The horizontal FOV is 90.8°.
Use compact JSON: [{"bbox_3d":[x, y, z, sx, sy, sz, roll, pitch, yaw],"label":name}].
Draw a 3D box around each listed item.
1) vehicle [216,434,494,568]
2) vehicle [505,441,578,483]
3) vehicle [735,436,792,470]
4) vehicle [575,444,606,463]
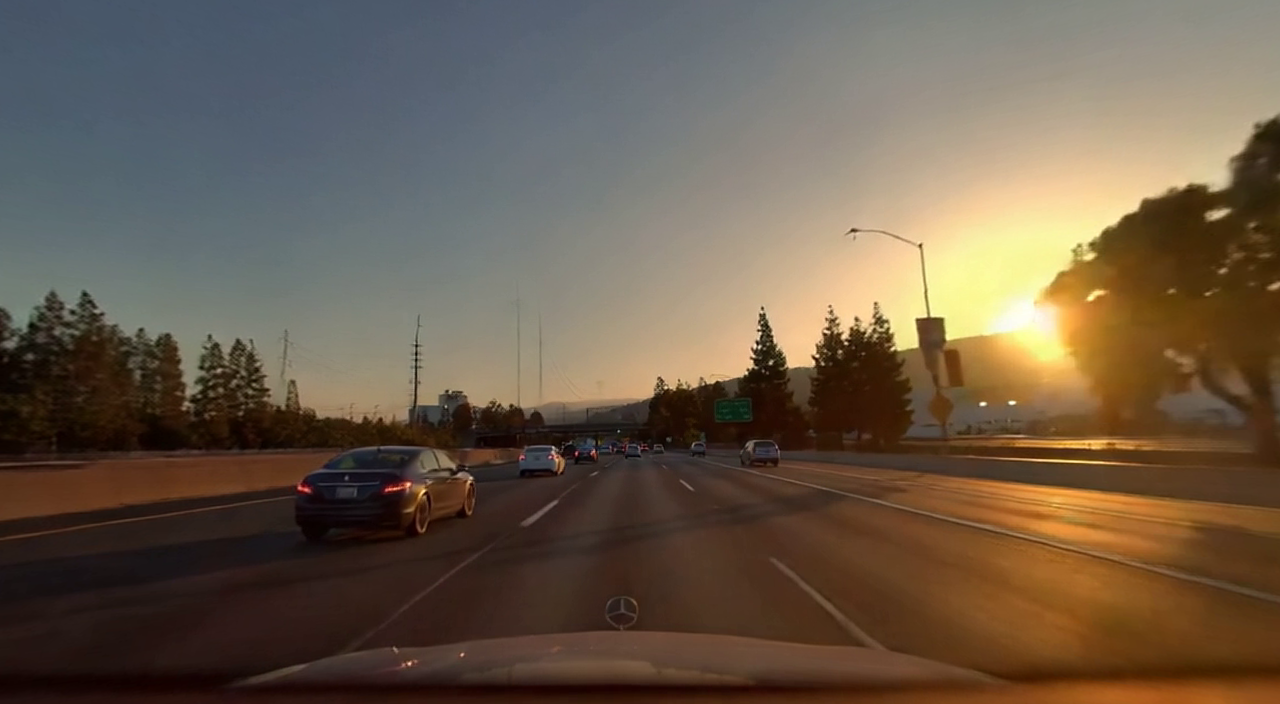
[{"bbox_3d":[-3.586,1.939,9.026,1.959,1.433,4.291,0,-9,0],"label":"vehicle"},{"bbox_3d":[-3.719,4.272,24.757,2.047,1.469,4.614,0,-9,1],"label":"vehicle"},{"bbox_3d":[6.833,5.632,35.439,2.147,1.769,4.666,0,-9,-1],"label":"vehicle"},{"bbox_3d":[-3.867,7.985,49.772,2.078,1.464,4.093,0,-9,0],"label":"vehicle"}]
